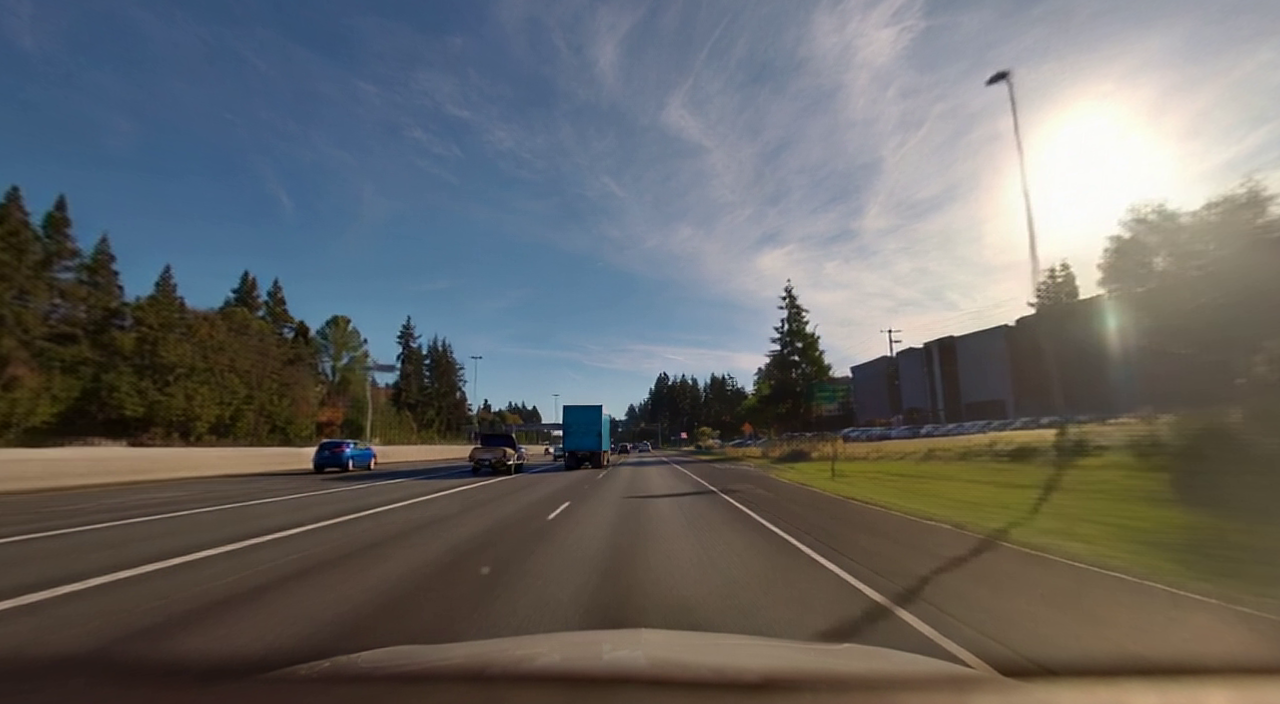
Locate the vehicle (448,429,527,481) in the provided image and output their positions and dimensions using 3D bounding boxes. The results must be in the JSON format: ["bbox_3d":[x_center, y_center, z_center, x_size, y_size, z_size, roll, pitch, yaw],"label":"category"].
[{"bbox_3d":[-5.918,4.052,25.112,2.058,1.840,4.443,0,-8,-1],"label":"vehicle"}]

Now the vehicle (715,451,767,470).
[{"bbox_3d":[5.631,6.110,35.531,2.295,0.969,3.132,0,-8,-2],"label":"vehicle"}]

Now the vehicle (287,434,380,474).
[{"bbox_3d":[-14.126,4.731,29.412,1.997,1.695,4.492,0,-8,1],"label":"vehicle"}]

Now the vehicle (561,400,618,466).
[{"bbox_3d":[-3.316,5.872,45.148,2.905,4.037,12.921,0,-8,0],"label":"vehicle"}]
